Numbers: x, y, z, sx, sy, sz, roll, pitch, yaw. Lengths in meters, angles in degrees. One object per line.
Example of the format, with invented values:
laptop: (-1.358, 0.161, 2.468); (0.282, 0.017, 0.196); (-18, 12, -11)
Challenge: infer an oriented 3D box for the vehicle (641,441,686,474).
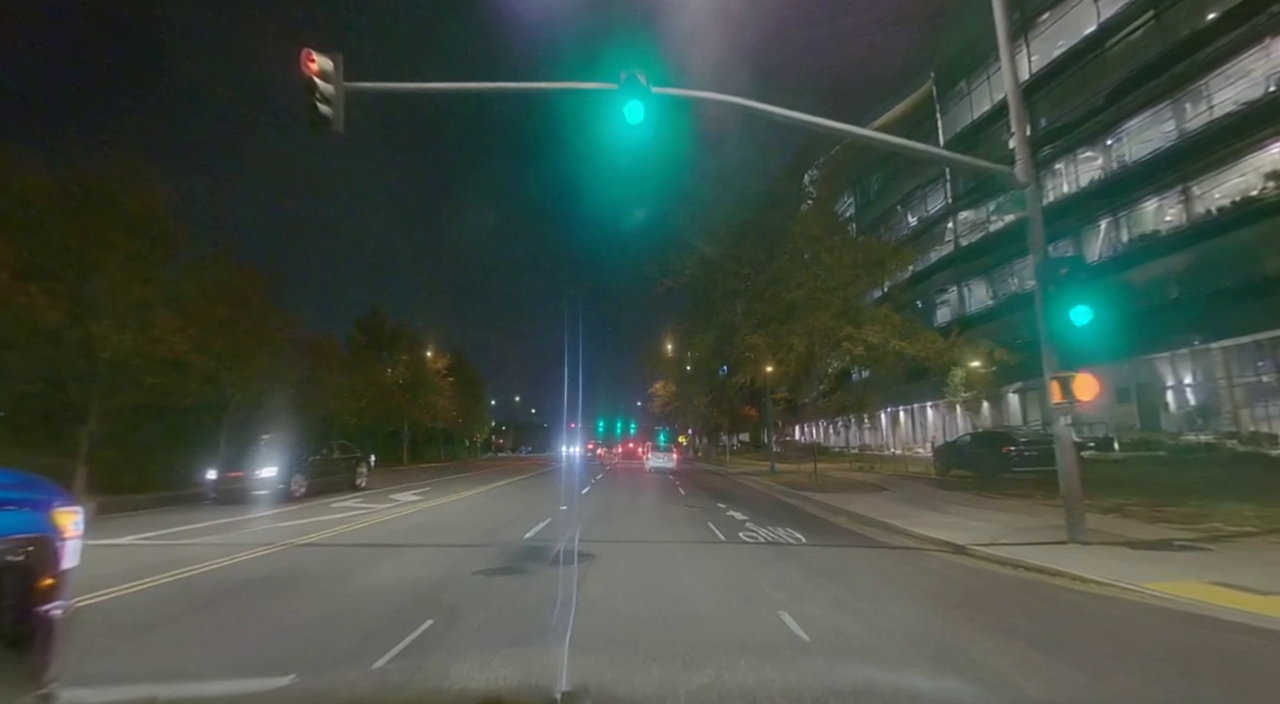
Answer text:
vehicle: (1.105, 5.290, 31.823); (2.142, 1.528, 4.133); (0, -9, 0)

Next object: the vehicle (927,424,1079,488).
vehicle: (12.123, 3.526, 21.559); (2.131, 1.909, 4.927); (0, -9, -2)

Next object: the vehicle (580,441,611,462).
vehicle: (-3.204, 7.310, 46.421); (2.018, 1.458, 4.350); (0, -9, -1)

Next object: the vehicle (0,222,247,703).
vehicle: (-3.258, 0.343, 0.140); (2.512, 1.992, 5.725); (0, -9, 2)

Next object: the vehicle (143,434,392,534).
vehicle: (-6.570, 2.357, 11.853); (1.959, 1.515, 4.350); (0, -9, 1)
